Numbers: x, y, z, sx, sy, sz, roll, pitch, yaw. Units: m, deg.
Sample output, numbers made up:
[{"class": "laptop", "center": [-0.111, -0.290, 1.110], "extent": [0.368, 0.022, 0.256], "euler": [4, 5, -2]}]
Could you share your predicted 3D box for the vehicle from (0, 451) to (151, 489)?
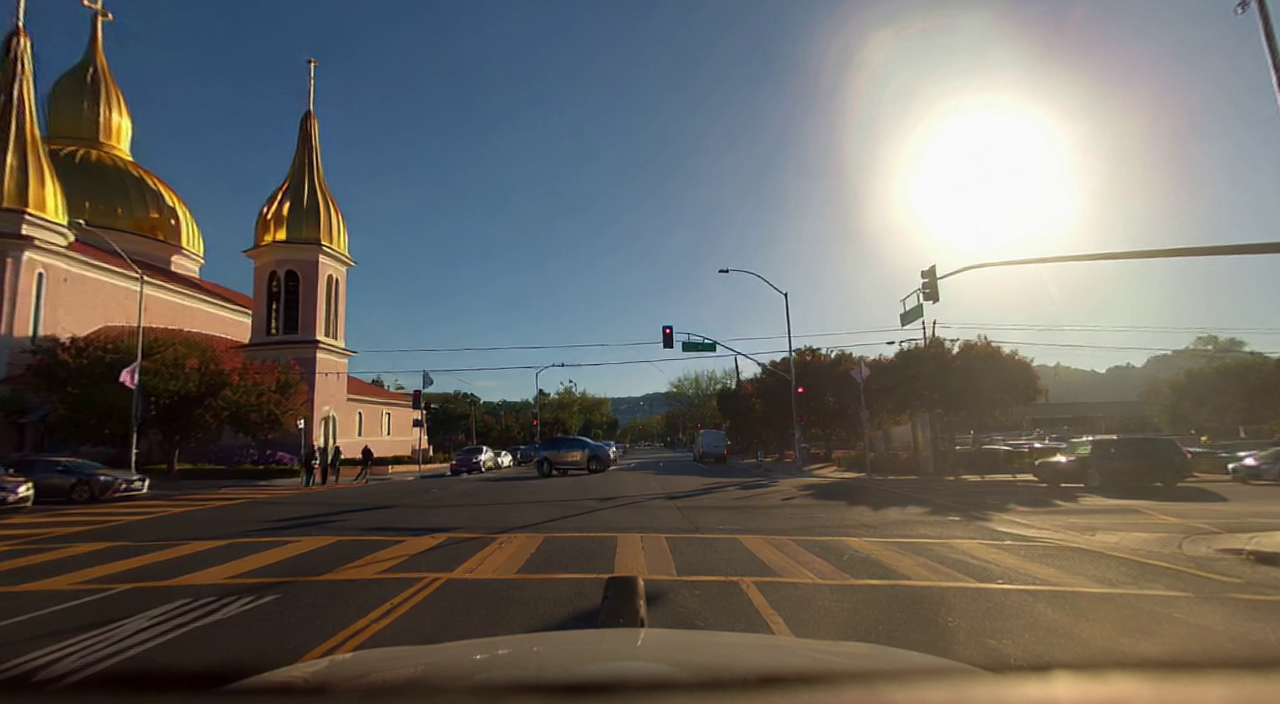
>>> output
[{"class": "vehicle", "center": [-23.351, 4.864, 26.230], "extent": [4.479, 1.476, 1.873], "euler": [0, -8, 1]}]

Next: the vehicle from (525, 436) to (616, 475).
[{"class": "vehicle", "center": [-3.305, 5.031, 30.955], "extent": [2.051, 1.724, 4.567], "euler": [-5, -10, 30]}]

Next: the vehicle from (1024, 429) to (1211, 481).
[{"class": "vehicle", "center": [19.890, 4.304, 26.571], "extent": [5.852, 2.057, 2.361], "euler": [0, -8, 1]}]

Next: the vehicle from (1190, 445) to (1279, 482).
[{"class": "vehicle", "center": [26.392, 4.678, 26.683], "extent": [4.561, 1.475, 1.850], "euler": [0, -8, 0]}]

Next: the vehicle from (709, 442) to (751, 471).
[{"class": "vehicle", "center": [5.839, 6.855, 41.504], "extent": [1.969, 1.776, 4.329], "euler": [0, -8, -2]}]

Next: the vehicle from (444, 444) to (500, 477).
[{"class": "vehicle", "center": [-10.240, 6.604, 38.909], "extent": [2.076, 1.876, 4.669], "euler": [0, -8, 1]}]
